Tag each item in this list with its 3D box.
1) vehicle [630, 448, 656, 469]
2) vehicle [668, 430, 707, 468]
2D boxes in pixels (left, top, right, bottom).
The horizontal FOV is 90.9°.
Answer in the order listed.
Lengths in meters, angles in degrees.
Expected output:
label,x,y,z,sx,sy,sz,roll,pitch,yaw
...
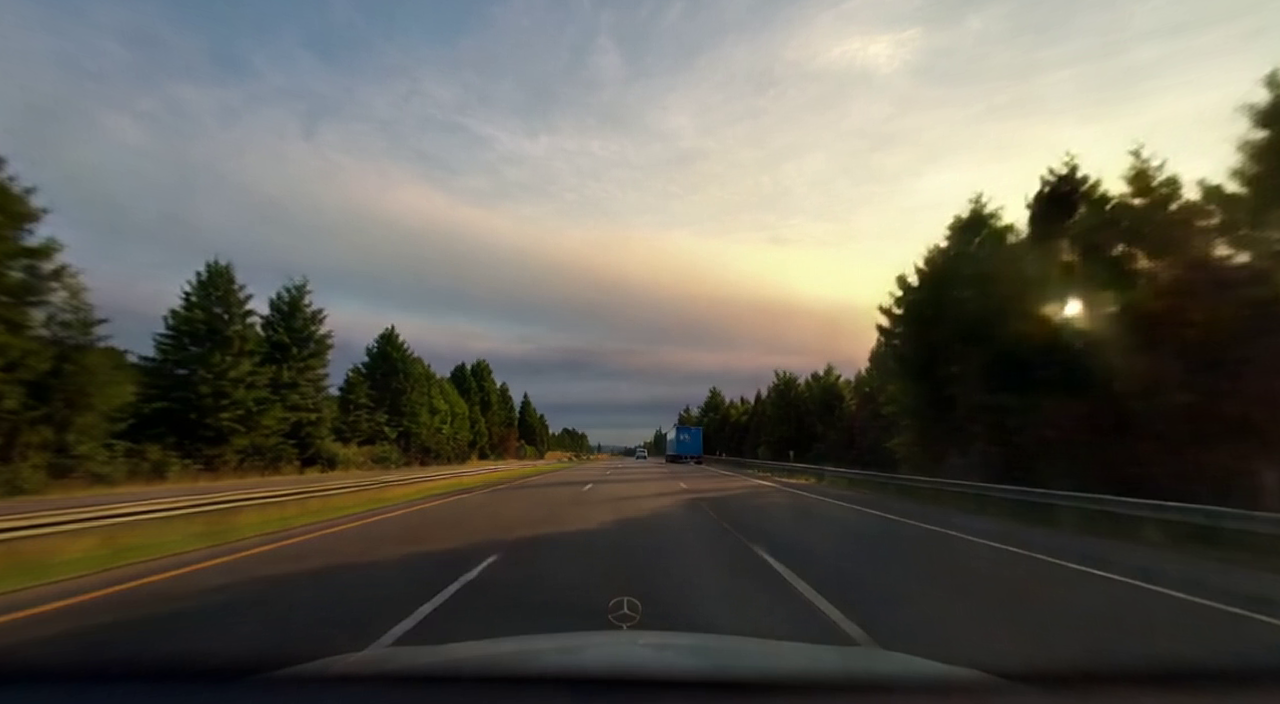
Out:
label,x,y,z,sx,sy,sz,roll,pitch,yaw
vehicle,0.237,8.022,47.466,1.900,1.497,3.732,0,-9,1
vehicle,3.666,7.685,49.947,2.572,2.795,5.978,0,-9,-1
